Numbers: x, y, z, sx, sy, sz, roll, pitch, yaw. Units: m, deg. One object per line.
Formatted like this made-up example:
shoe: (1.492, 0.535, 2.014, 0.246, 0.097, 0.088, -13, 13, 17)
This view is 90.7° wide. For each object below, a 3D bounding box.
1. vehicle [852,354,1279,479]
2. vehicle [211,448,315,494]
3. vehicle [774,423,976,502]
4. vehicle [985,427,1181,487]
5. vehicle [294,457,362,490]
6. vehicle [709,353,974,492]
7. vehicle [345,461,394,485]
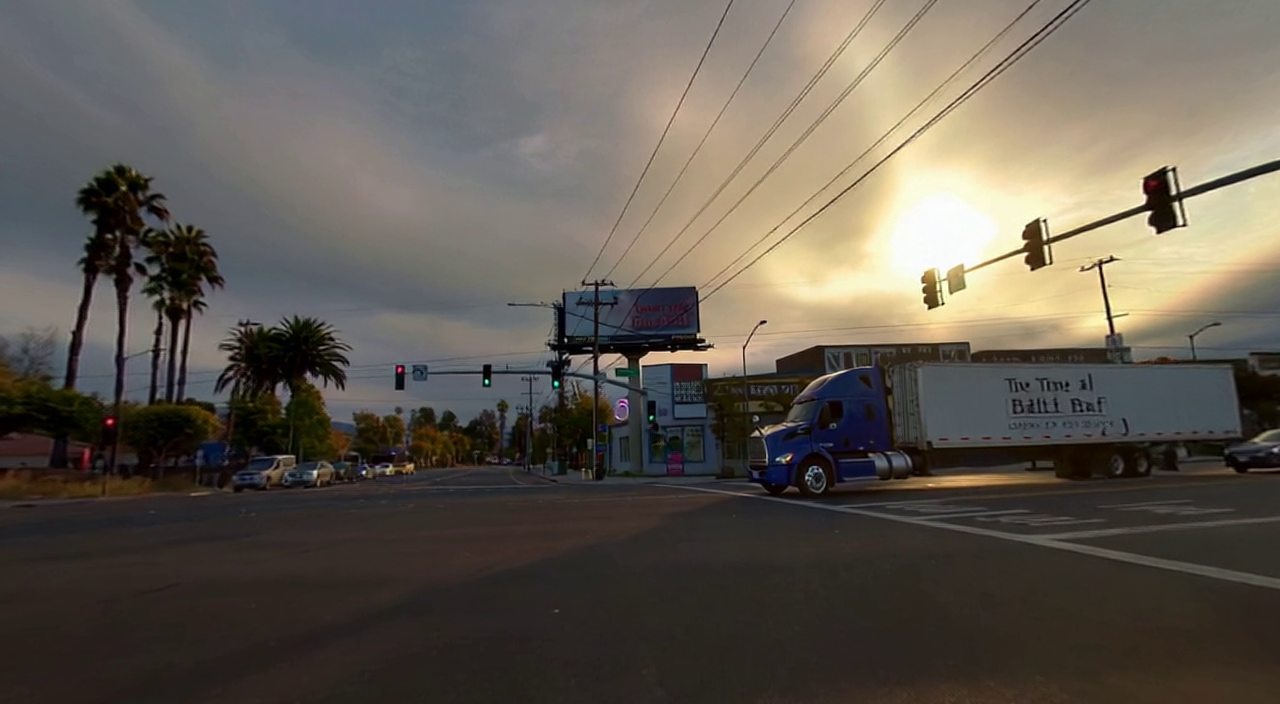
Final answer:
vehicle: (16.753, 2.511, 24.101, 17.071, 4.151, 2.876, 1, -9, -11)
vehicle: (-23.218, 7.284, 39.398, 2.989, 2.573, 6.053, 0, -9, -4)
vehicle: (6.897, 3.270, 18.883, 5.079, 1.893, 2.200, -2, -10, -12)
vehicle: (13.880, 3.312, 19.962, 4.958, 1.510, 1.949, -2, -10, -10)
vehicle: (-18.794, 7.325, 38.429, 2.028, 1.744, 4.876, 0, -9, -5)
vehicle: (6.850, 2.490, 22.183, 8.167, 4.352, 3.029, 1, -9, -11)
vehicle: (-19.854, 8.830, 46.599, 1.834, 1.521, 4.970, 0, -9, -5)
